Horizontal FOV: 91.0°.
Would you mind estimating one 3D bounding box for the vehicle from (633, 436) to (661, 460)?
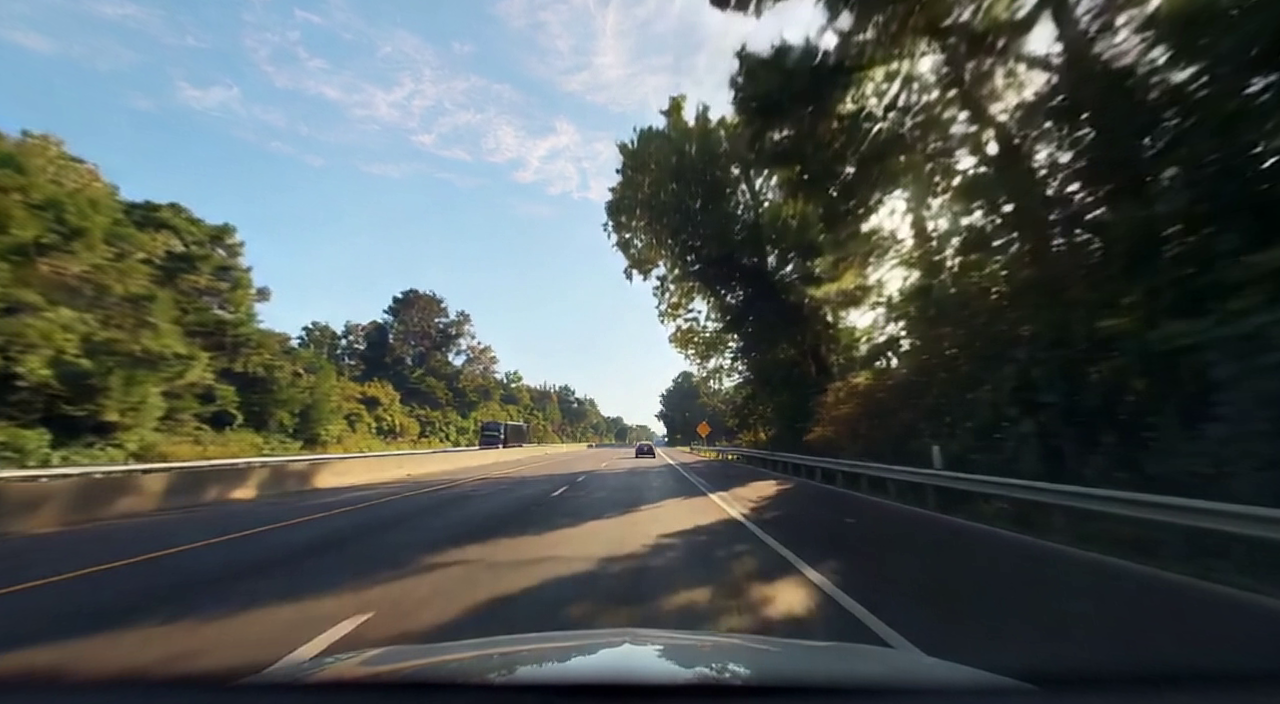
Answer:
[{"bbox_3d":[0.499,7.211,47.379,2.058,1.649,3.942,0,-8,0],"label":"vehicle"}]
